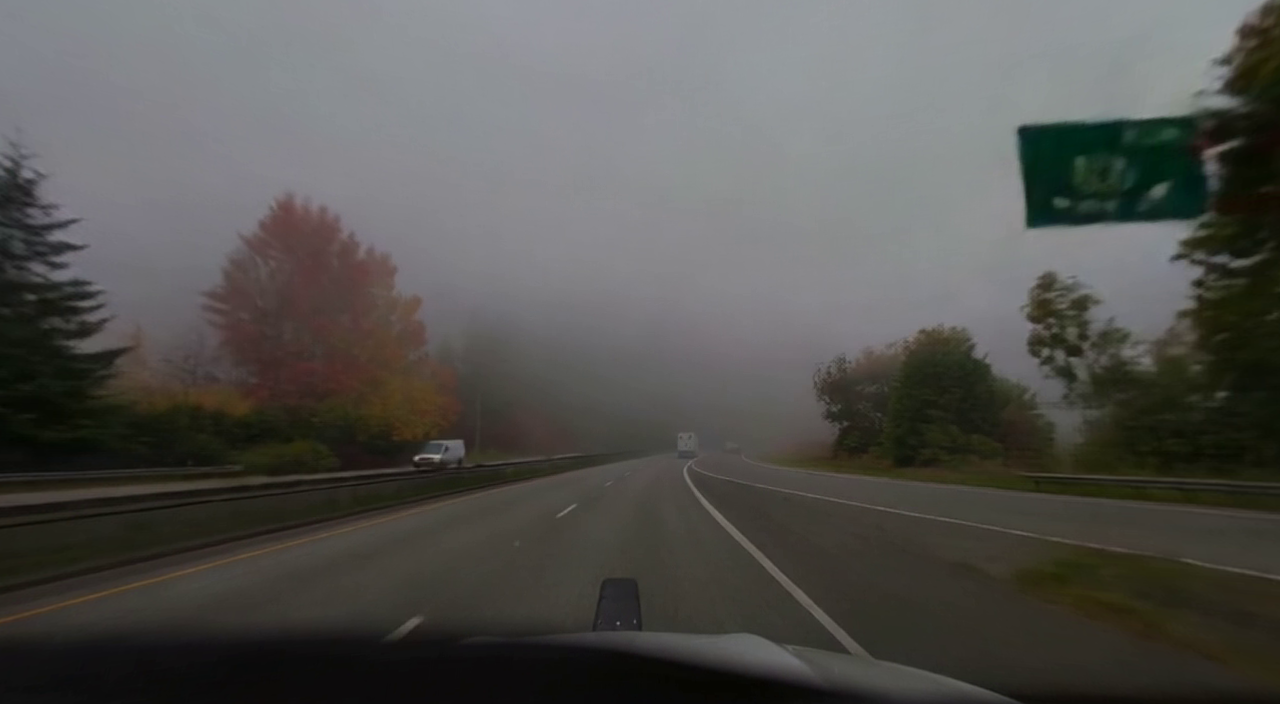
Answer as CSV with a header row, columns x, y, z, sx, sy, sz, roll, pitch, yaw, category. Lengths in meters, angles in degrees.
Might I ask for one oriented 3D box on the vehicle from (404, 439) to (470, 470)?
x,y,z,sx,sy,sz,roll,pitch,yaw,category
-13.382,6.803,41.728,2.089,1.939,5.262,-1,-9,7,vehicle
